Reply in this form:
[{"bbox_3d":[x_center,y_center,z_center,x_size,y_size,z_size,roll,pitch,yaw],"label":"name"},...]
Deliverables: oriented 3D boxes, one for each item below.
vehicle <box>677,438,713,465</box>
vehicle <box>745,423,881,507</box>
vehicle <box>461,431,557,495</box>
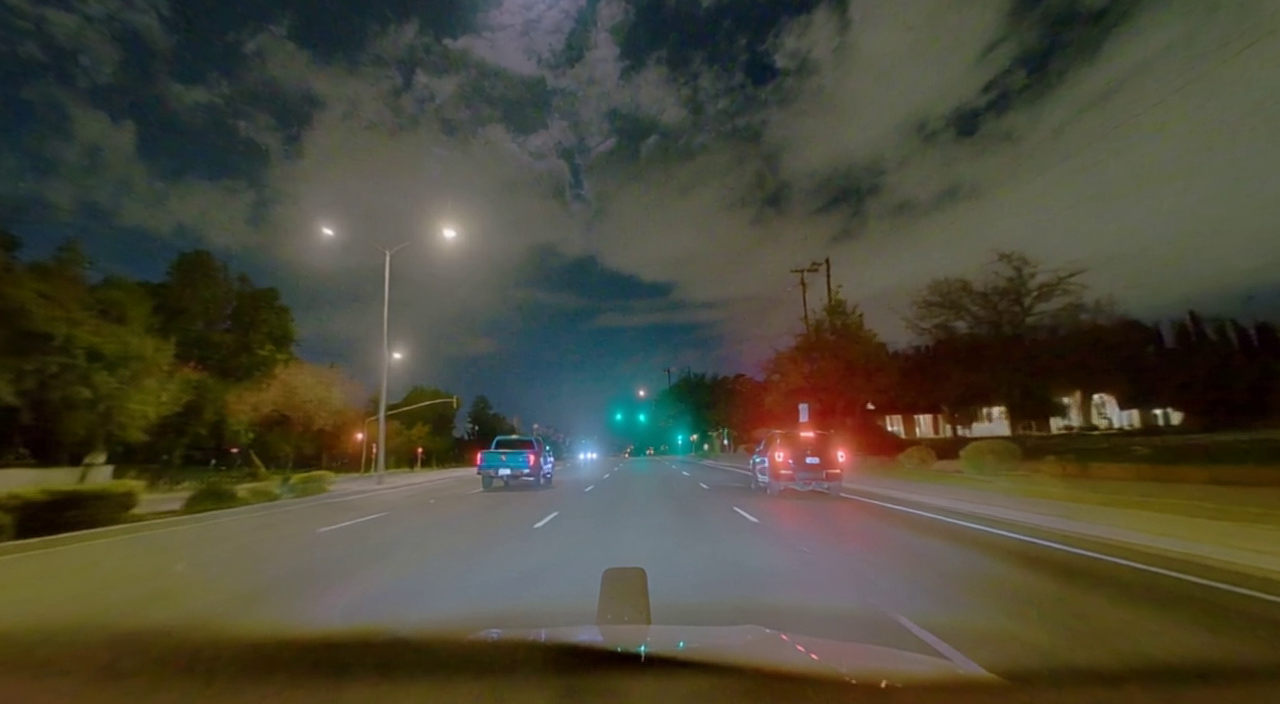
[{"bbox_3d":[4.167,7.610,48.427,2.321,1.957,5.037,0,-9,1],"label":"vehicle"},{"bbox_3d":[4.002,2.708,15.428,2.016,1.736,4.356,0,-9,-1],"label":"vehicle"},{"bbox_3d":[-3.925,3.423,19.756,2.002,1.747,4.728,0,-9,0],"label":"vehicle"}]
